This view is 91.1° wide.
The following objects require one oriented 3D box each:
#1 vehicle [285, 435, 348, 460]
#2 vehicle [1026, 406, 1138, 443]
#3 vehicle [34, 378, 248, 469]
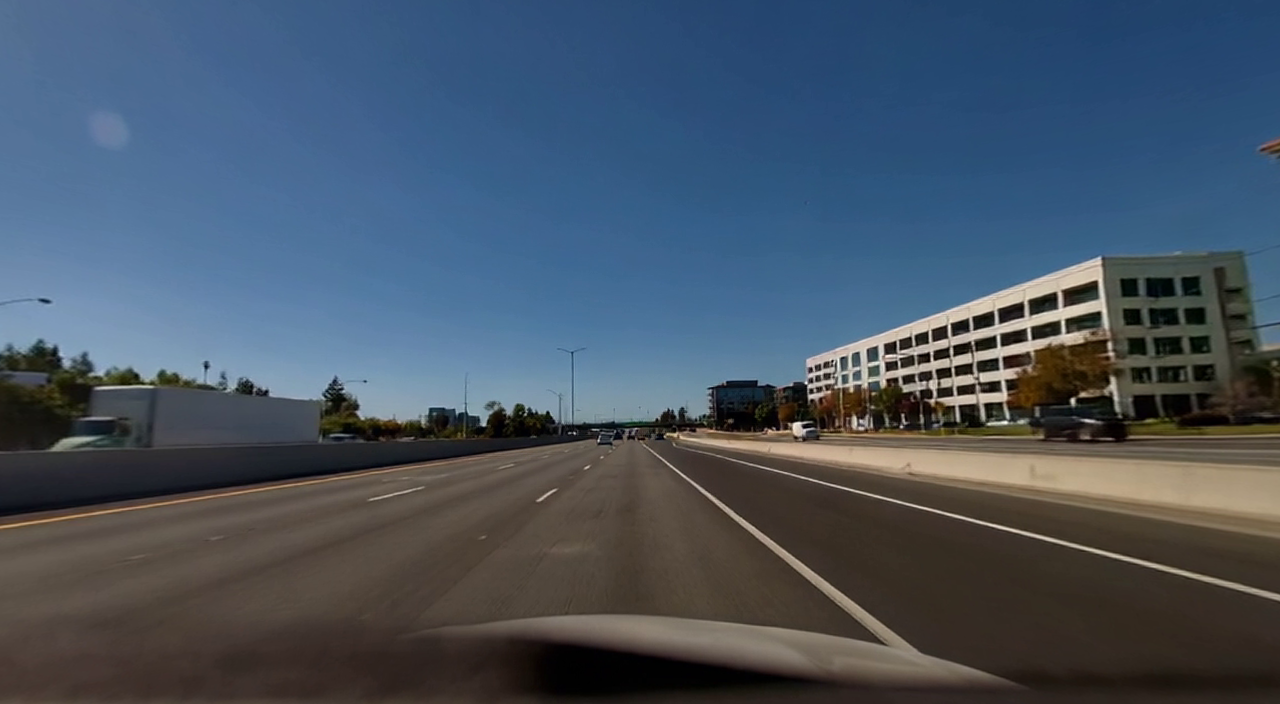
[{"bbox_3d":[-20.214,5.975,39.515,1.813,1.493,4.013,0,-8,0],"label":"vehicle"},{"bbox_3d":[19.000,3.199,27.312,1.718,1.467,4.407,-1,-8,1],"label":"vehicle"},{"bbox_3d":[-24.960,3.790,32.543,2.966,3.982,9.947,0,-8,-1],"label":"vehicle"}]
